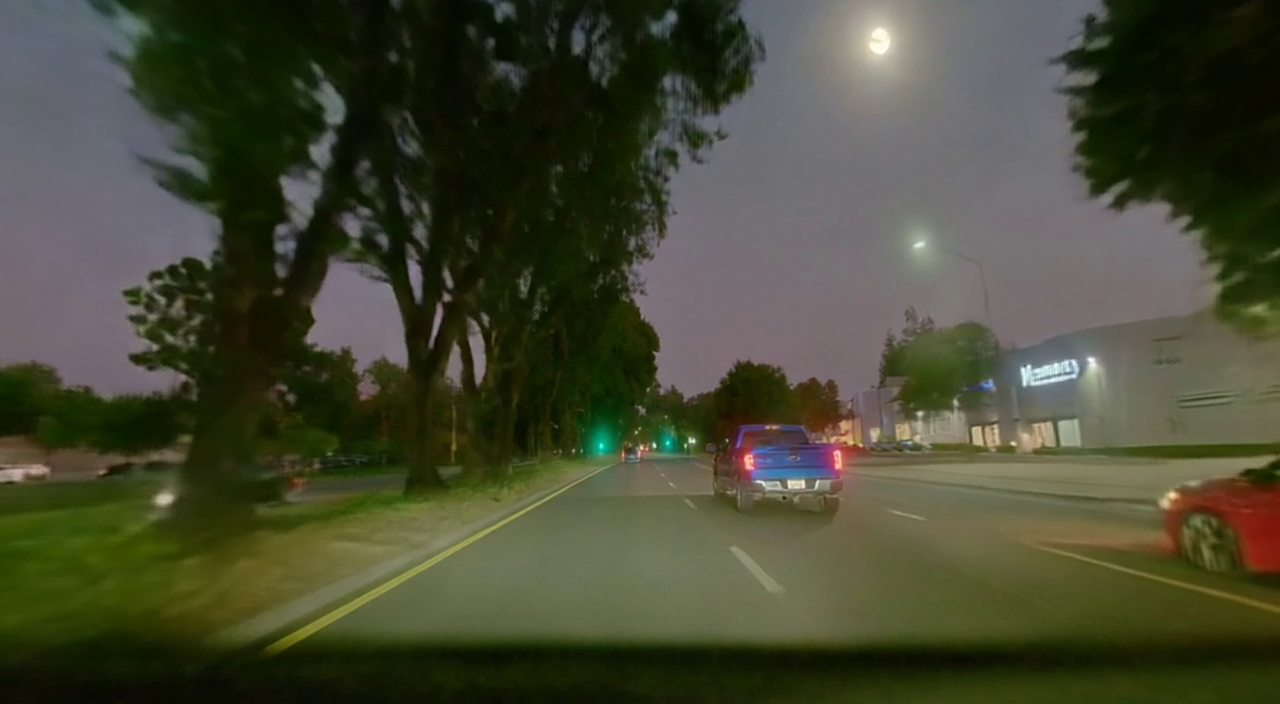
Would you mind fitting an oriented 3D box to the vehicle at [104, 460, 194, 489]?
[{"bbox_3d":[-29.799,7.458,38.460,3.749,1.600,2.011,0,-8,-2],"label":"vehicle"}]

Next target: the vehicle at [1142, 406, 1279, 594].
[{"bbox_3d":[6.491,1.156,4.686,1.993,1.604,4.260,-1,-8,0],"label":"vehicle"}]

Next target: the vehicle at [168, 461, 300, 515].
[{"bbox_3d":[-13.550,4.529,21.435,1.835,1.487,4.201,0,-8,-3],"label":"vehicle"}]

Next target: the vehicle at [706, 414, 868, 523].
[{"bbox_3d":[2.810,2.397,13.584,2.138,1.836,5.245,0,-8,-1],"label":"vehicle"}]
